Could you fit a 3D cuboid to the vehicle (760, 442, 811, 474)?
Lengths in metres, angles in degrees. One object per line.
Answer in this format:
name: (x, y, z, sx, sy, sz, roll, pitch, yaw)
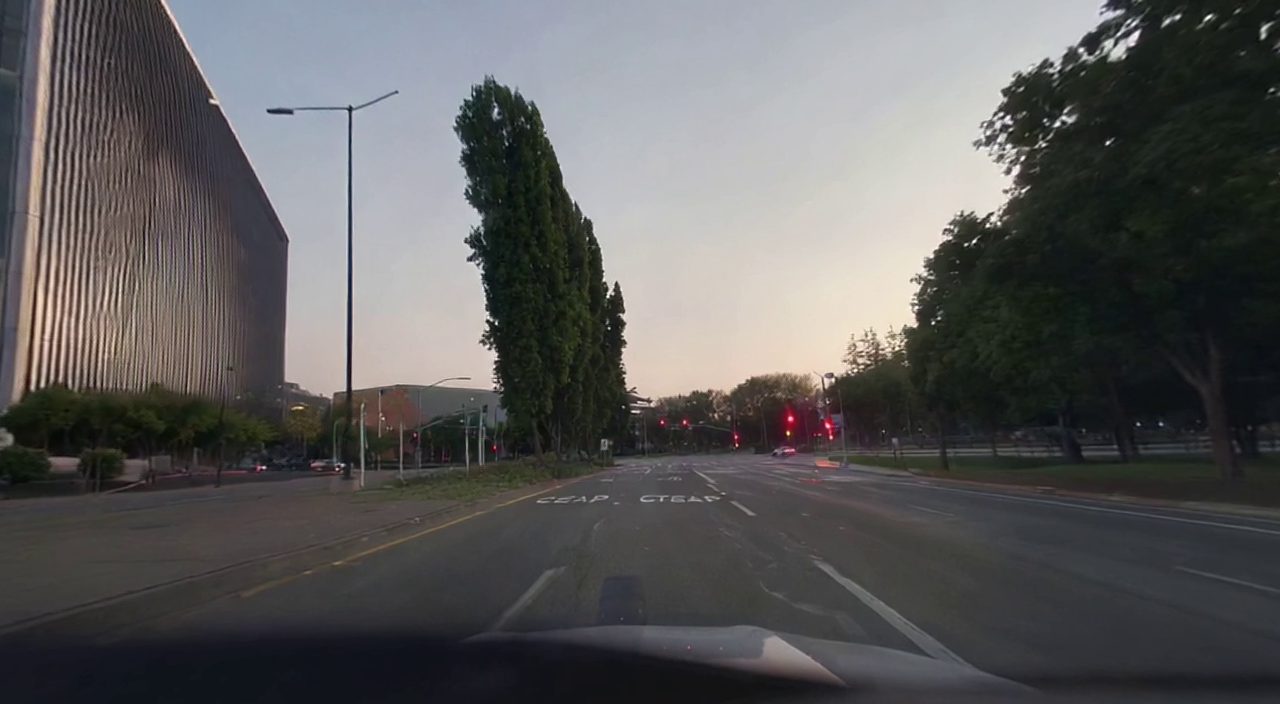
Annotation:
vehicle: (9.019, 6.604, 39.571, 2.156, 1.881, 4.743, 0, -9, 1)
